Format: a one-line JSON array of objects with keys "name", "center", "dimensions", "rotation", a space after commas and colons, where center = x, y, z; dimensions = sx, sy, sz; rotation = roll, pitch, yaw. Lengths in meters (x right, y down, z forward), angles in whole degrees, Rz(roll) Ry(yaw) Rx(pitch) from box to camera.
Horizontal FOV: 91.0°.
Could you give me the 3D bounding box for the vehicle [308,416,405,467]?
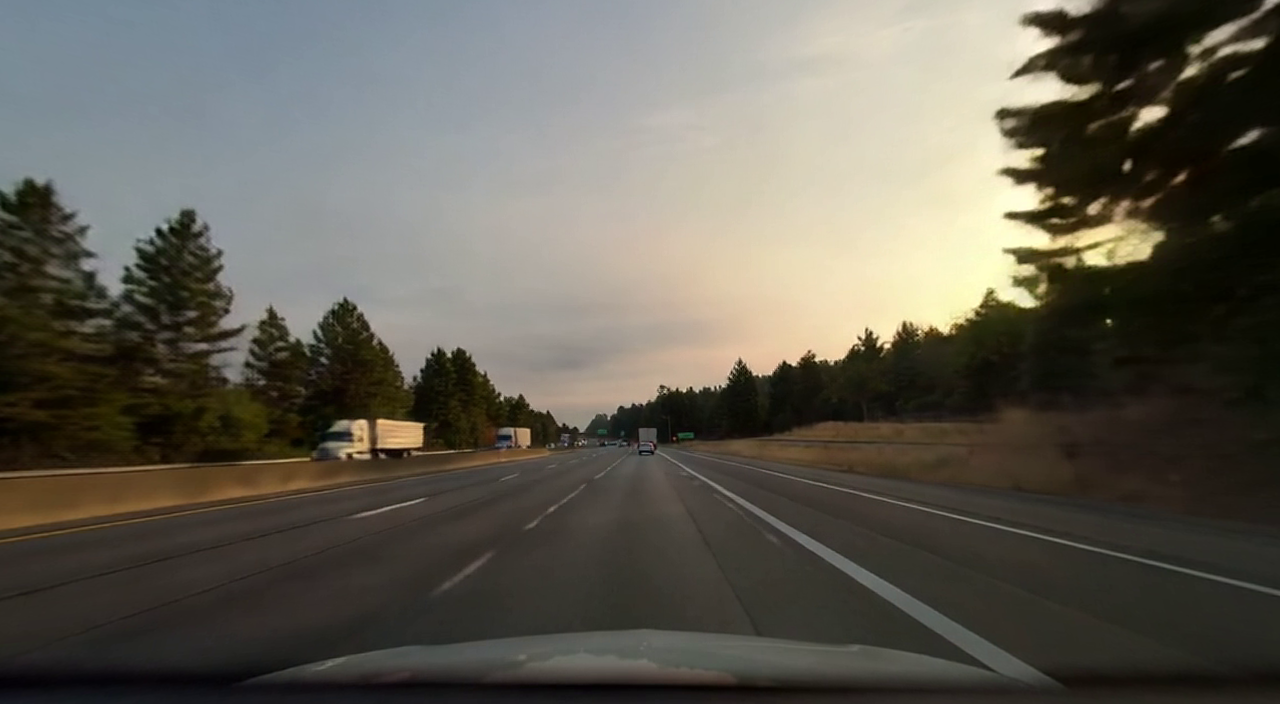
[{"name": "vehicle", "center": [-22.085, 7.091, 49.855], "dimensions": [3.019, 3.659, 9.658], "rotation": [0, -8, 1]}]
